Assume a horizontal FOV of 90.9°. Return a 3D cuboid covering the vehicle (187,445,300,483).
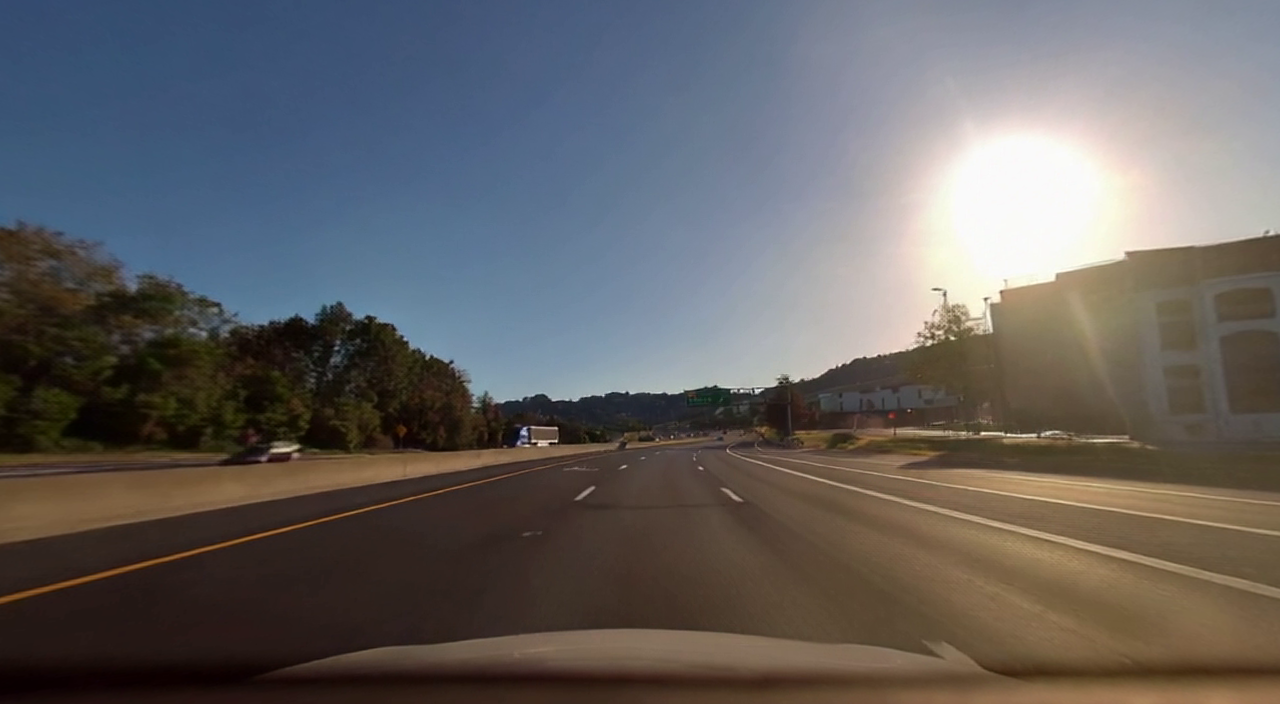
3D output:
[{"bbox_3d":[-17.174,4.841,27.613,1.945,1.523,4.392,0,-8,2],"label":"vehicle"}]
